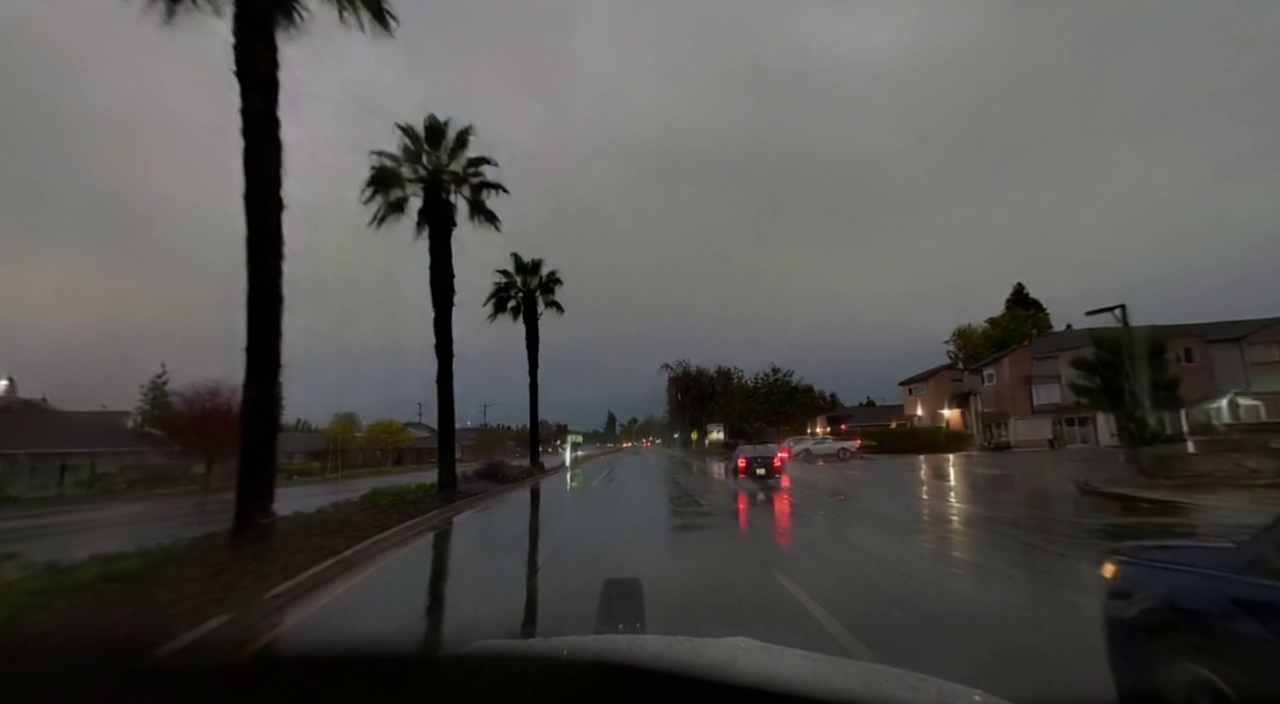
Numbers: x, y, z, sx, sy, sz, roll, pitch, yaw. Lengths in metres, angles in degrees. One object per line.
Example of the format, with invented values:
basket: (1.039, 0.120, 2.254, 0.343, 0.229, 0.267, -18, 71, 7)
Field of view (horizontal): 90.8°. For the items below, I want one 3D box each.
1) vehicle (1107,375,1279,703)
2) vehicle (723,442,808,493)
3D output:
vehicle: (3.196, 0.602, 0.458, 2.065, 1.539, 4.727, 0, -9, 0)
vehicle: (4.038, 3.813, 21.211, 1.989, 1.492, 4.689, 0, -9, 1)
